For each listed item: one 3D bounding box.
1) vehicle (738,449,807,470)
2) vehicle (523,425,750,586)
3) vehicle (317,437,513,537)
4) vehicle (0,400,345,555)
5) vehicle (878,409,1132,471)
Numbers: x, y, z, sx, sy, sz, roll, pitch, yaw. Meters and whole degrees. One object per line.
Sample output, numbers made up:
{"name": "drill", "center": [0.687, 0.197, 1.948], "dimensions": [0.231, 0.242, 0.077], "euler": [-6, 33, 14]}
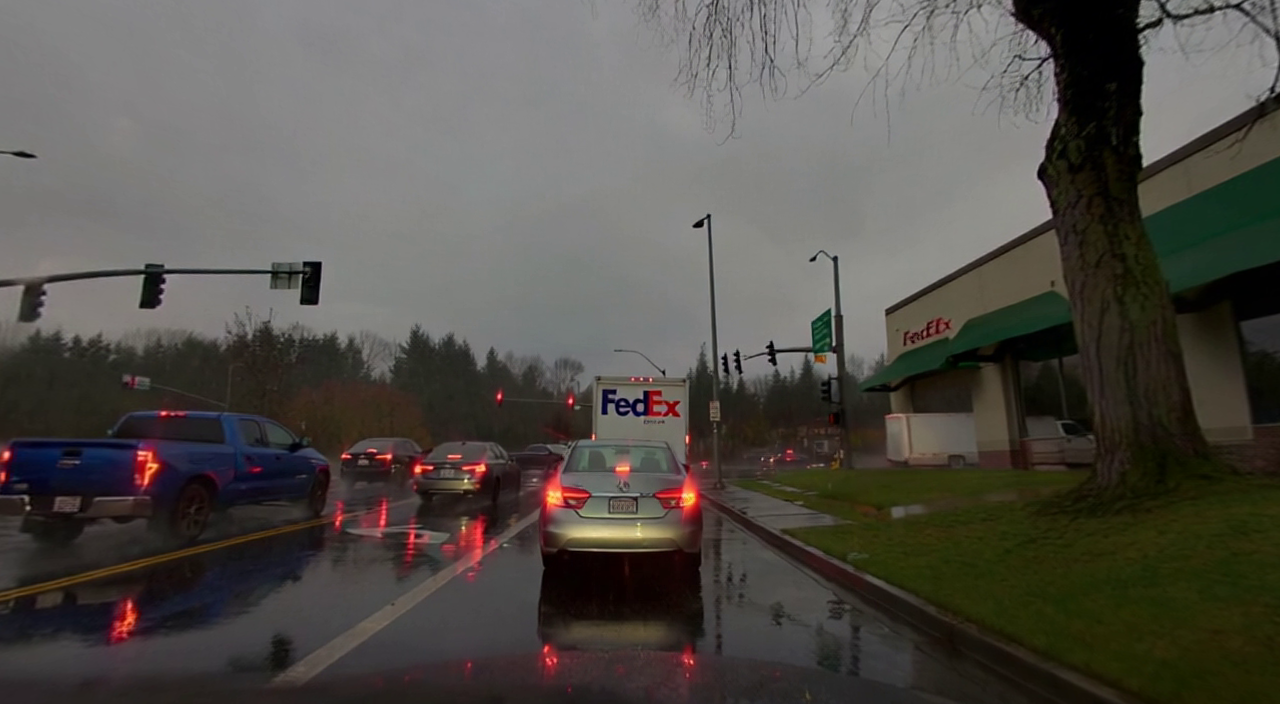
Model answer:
{"name": "vehicle", "center": [10.216, 8.277, 48.471], "dimensions": [4.805, 1.498, 1.889], "euler": [0, -7, -5]}
{"name": "vehicle", "center": [-0.028, 1.782, 8.152], "dimensions": [2.145, 1.513, 4.269], "euler": [0, -9, 0]}
{"name": "vehicle", "center": [-3.867, 2.387, 11.768], "dimensions": [1.949, 1.487, 4.390], "euler": [0, -9, 1]}
{"name": "vehicle", "center": [-7.285, 1.957, 10.531], "dimensions": [2.125, 1.893, 5.498], "euler": [0, -9, -2]}
{"name": "vehicle", "center": [21.144, 5.205, 36.948], "dimensions": [12.889, 3.380, 3.345], "euler": [0, -9, -2]}
